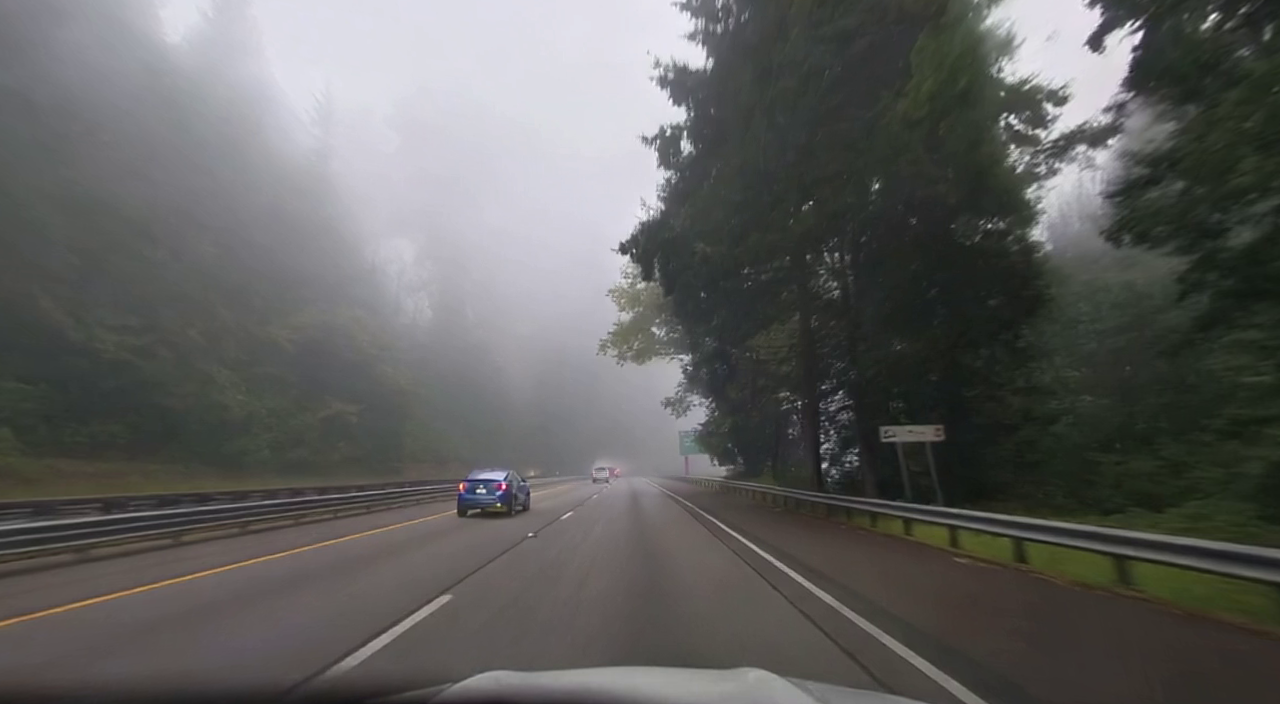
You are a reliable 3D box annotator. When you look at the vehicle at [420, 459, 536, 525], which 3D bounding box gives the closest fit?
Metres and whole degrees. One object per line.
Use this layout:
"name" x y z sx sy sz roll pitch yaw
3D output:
"vehicle" -4.135 3.662 16.819 1.954 1.509 4.094 0 -10 1
